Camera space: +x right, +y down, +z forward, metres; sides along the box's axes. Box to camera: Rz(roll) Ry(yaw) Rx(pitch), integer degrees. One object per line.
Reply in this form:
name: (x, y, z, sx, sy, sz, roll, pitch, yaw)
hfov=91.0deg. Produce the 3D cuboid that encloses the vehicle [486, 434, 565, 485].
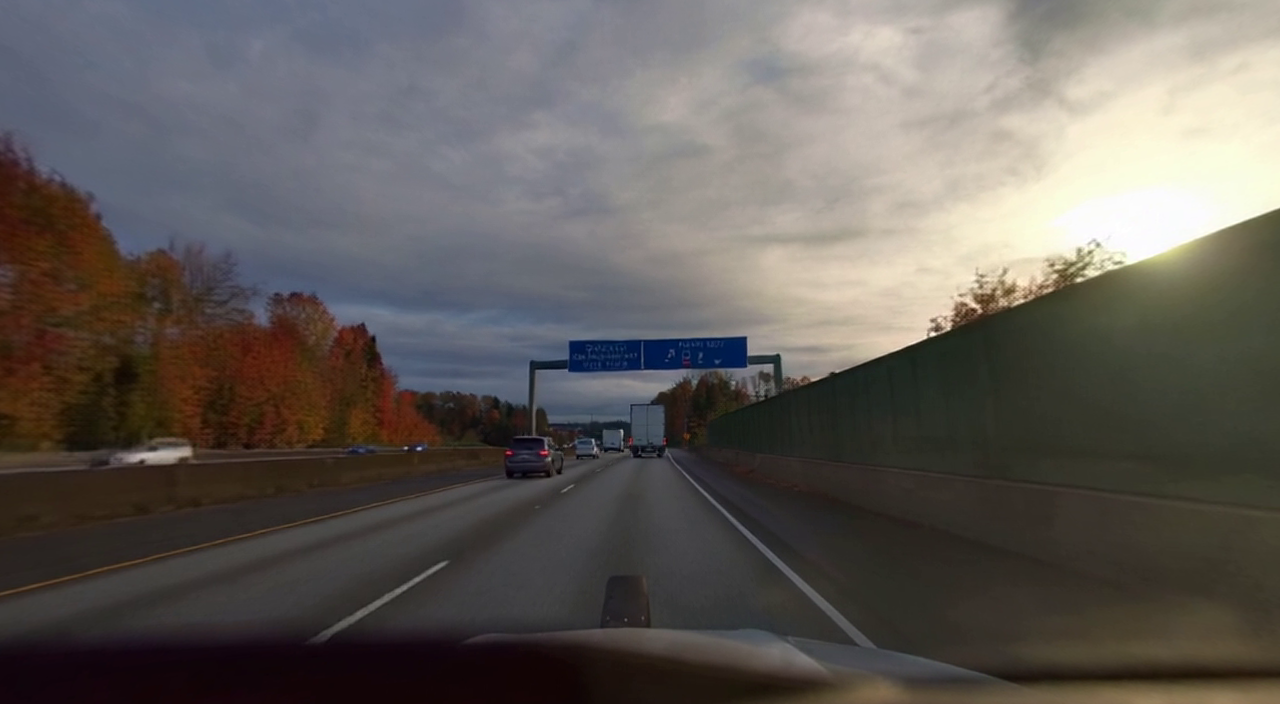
vehicle: (-3.784, 3.601, 21.484, 1.927, 1.556, 3.921, 0, -8, 1)

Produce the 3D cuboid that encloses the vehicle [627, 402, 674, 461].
vehicle: (0.712, 5.694, 44.561, 2.933, 3.701, 10.425, 0, -8, 1)

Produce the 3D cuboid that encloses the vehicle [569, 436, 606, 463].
vehicle: (-3.295, 6.202, 40.136, 1.962, 1.575, 4.158, 0, -8, 1)
